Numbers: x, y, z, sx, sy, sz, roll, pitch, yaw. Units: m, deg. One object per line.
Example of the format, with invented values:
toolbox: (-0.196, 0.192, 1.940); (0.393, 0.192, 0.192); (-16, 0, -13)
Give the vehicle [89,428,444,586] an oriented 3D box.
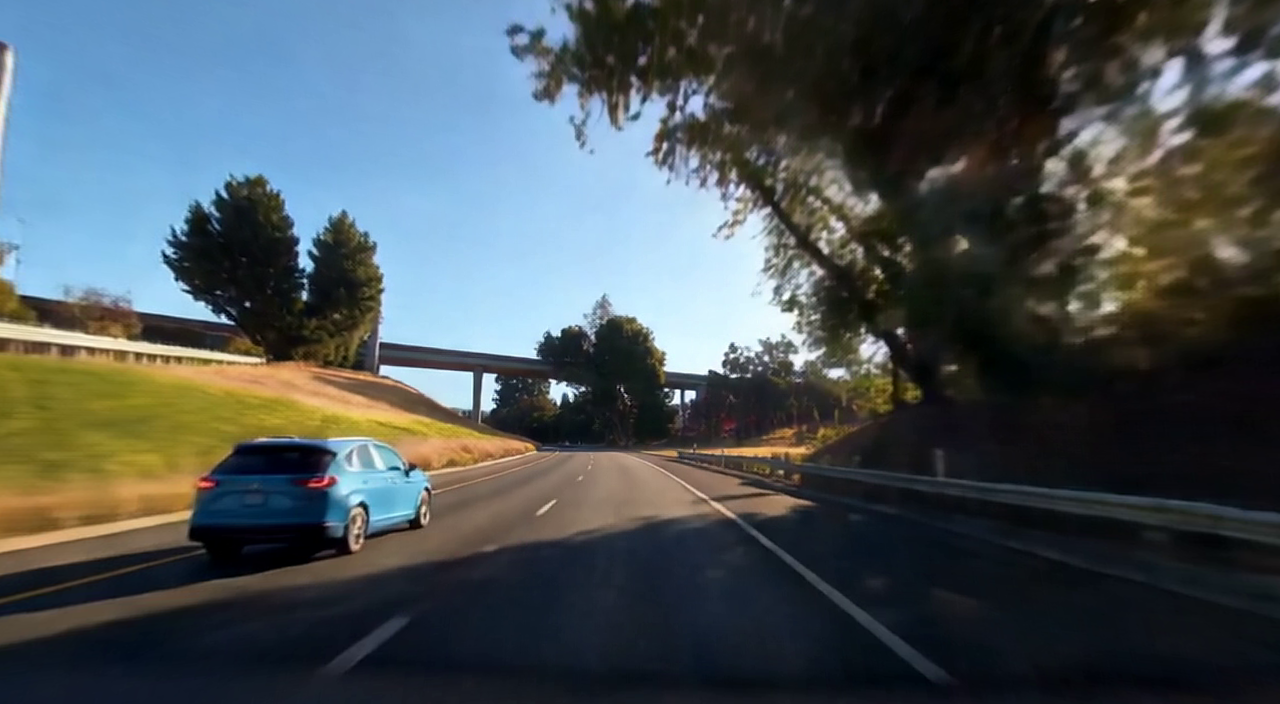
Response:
vehicle: (-4.319, 1.833, 8.387); (1.968, 1.503, 4.443); (0, -8, 0)
